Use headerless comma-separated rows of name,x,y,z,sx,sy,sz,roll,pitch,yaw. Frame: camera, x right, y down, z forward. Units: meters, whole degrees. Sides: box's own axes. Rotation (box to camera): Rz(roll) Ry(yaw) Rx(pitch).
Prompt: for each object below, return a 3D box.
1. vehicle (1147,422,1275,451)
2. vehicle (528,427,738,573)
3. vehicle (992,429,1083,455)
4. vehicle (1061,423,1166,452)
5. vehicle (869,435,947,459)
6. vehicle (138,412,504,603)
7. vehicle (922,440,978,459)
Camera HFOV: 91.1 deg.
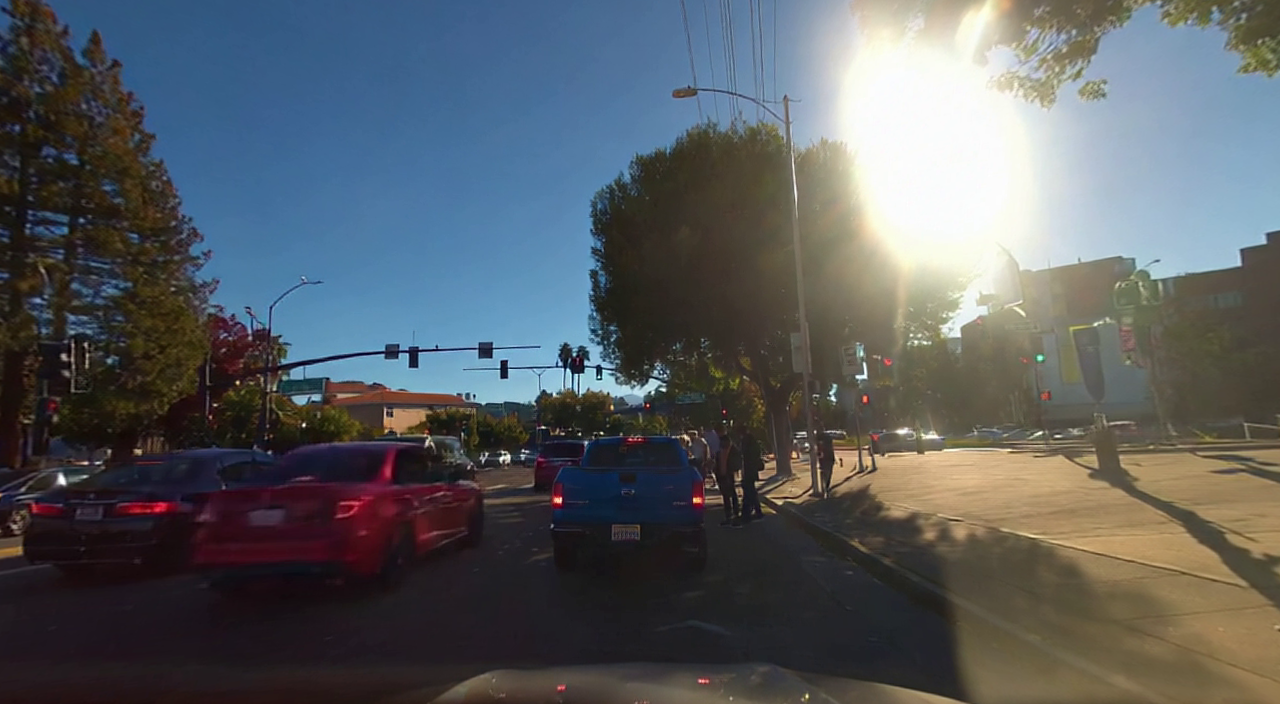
vehicle,30.539,4.588,33.788,4.739,1.472,1.804,-5,-10,29
vehicle,-0.057,1.861,8.685,2.182,1.501,4.150,0,-9,1
vehicle,23.806,5.436,37.741,4.454,1.440,1.816,-5,-10,30
vehicle,28.998,5.314,38.668,4.814,1.700,1.895,-5,-10,29
vehicle,17.541,6.212,41.123,4.441,1.452,1.798,-5,-10,30
vehicle,-3.330,1.718,7.910,2.040,1.660,4.609,0,-9,2
vehicle,24.586,7.724,49.785,3.662,1.442,1.787,-5,-10,32
